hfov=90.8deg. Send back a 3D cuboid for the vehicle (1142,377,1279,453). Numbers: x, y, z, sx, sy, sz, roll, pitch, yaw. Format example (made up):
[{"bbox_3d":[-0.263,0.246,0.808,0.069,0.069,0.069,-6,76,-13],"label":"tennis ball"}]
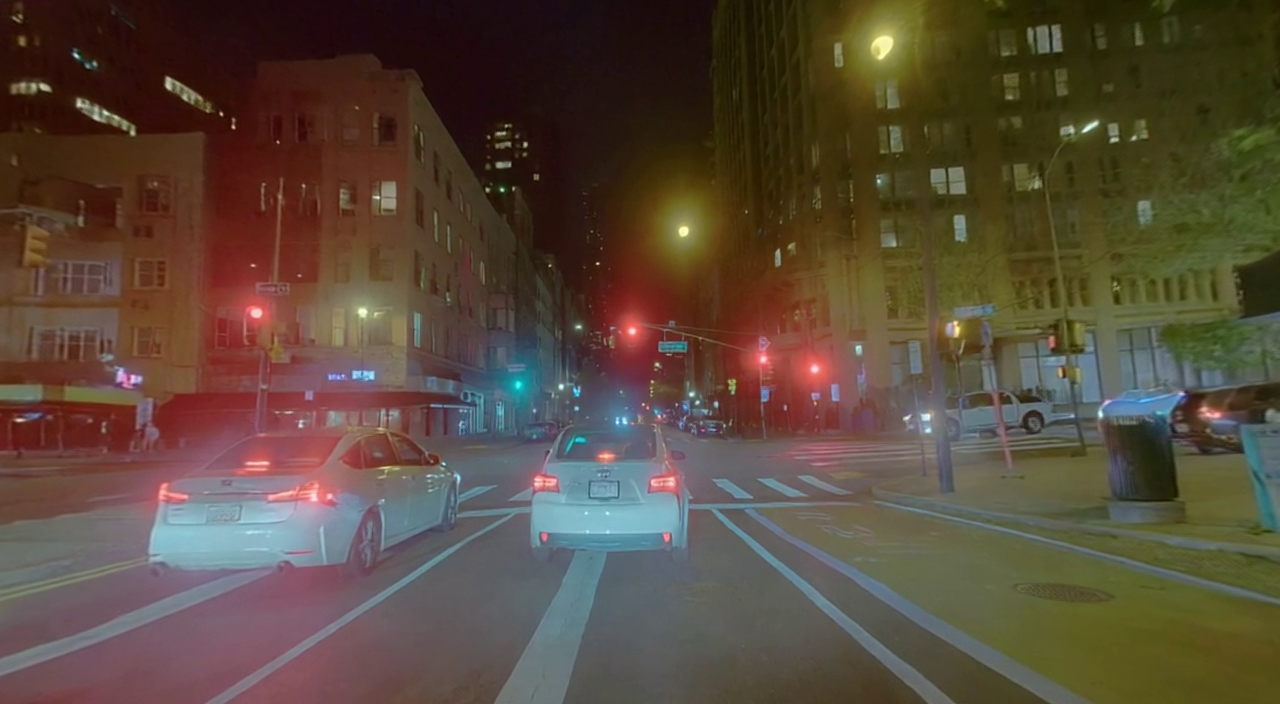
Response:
[{"bbox_3d":[21.621,2.298,22.506,5.863,2.493,2.354,1,-9,-11],"label":"vehicle"}]

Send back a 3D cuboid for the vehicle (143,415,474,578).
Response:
[{"bbox_3d":[-3.705,1.686,8.175,1.934,1.522,4.287,0,-8,0],"label":"vehicle"}]

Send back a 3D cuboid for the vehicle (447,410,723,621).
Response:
[{"bbox_3d":[-0.422,1.479,6.626,1.999,1.520,3.896,0,-8,-1],"label":"vehicle"}]
